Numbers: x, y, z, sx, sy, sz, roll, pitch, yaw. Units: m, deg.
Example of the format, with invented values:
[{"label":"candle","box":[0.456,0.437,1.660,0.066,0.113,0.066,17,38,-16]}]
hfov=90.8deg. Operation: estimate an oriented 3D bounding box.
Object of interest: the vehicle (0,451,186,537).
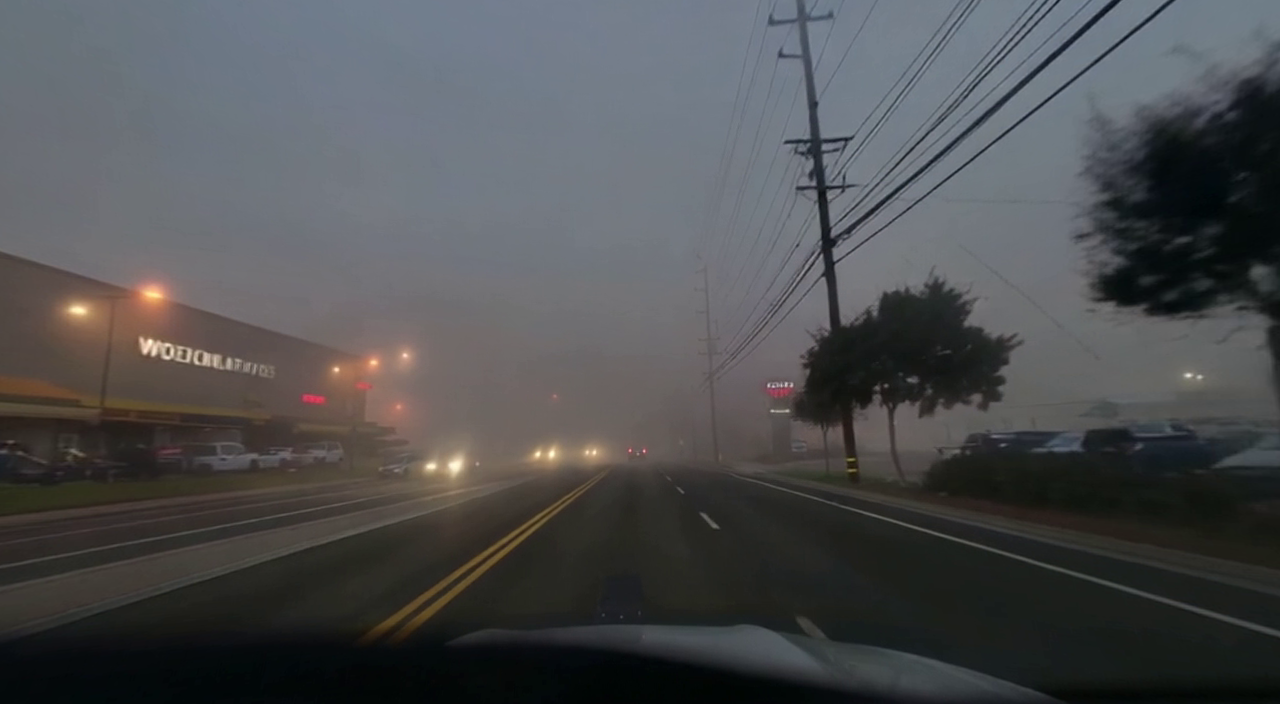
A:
[{"label":"vehicle","box":[-13.752,3.281,15.188,1.793,1.534,5.400,-2,-7,-1]}]

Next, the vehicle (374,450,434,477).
[{"label":"vehicle","box":[-14.905,7.069,40.251,1.954,1.519,5.051,-1,-8,-1]}]

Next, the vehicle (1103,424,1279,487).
[{"label":"vehicle","box":[14.627,2.557,15.784,4.524,1.454,1.983,0,-8,-1]}]

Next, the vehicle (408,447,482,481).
[{"label":"vehicle","box":[-9.188,5.274,30.192,1.988,1.472,4.633,0,-8,1]}]

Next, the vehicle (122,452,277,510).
[{"label":"vehicle","box":[-13.882,4.034,20.304,1.891,1.565,4.315,1,-8,-1]}]

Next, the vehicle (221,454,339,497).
[{"label":"vehicle","box":[-14.446,4.956,25.774,1.927,1.427,5.198,1,-8,-3]}]
